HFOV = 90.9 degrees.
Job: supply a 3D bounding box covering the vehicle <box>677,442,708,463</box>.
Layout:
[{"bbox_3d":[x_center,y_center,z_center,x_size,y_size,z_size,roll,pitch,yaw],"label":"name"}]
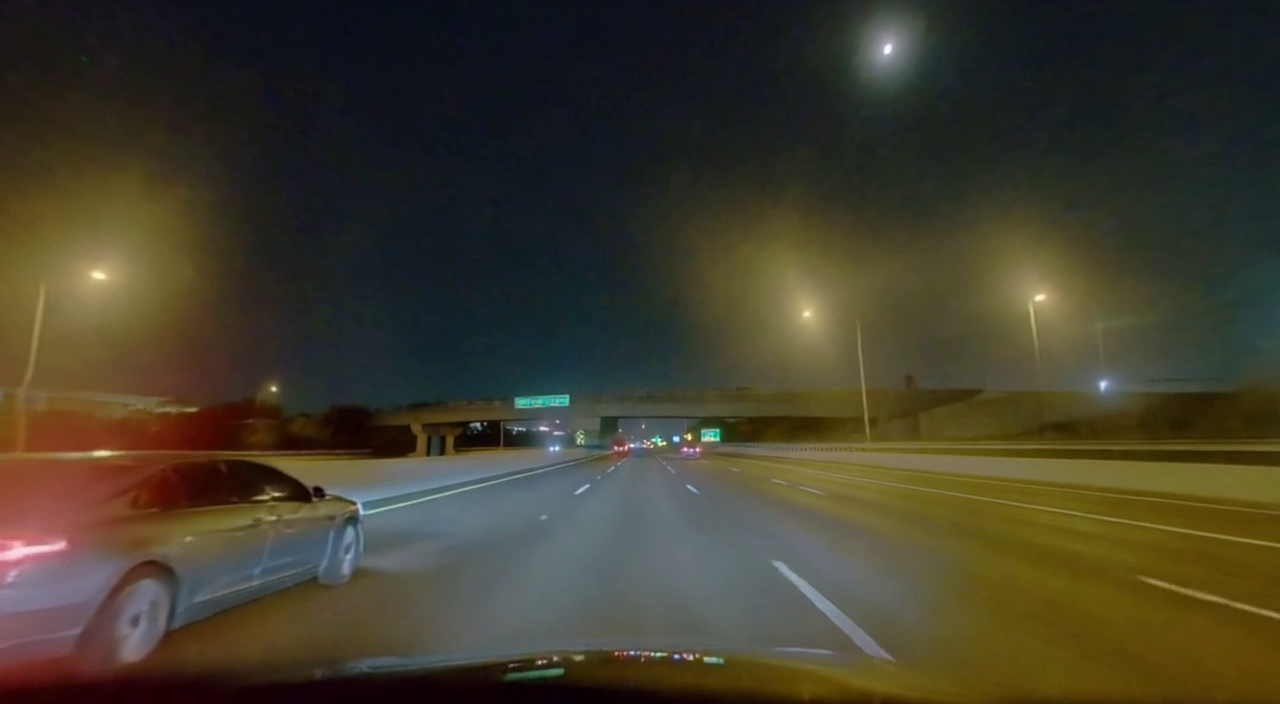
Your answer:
[{"bbox_3d":[3.991,7.686,48.605,1.949,1.515,4.374,0,-8,-1],"label":"vehicle"}]
